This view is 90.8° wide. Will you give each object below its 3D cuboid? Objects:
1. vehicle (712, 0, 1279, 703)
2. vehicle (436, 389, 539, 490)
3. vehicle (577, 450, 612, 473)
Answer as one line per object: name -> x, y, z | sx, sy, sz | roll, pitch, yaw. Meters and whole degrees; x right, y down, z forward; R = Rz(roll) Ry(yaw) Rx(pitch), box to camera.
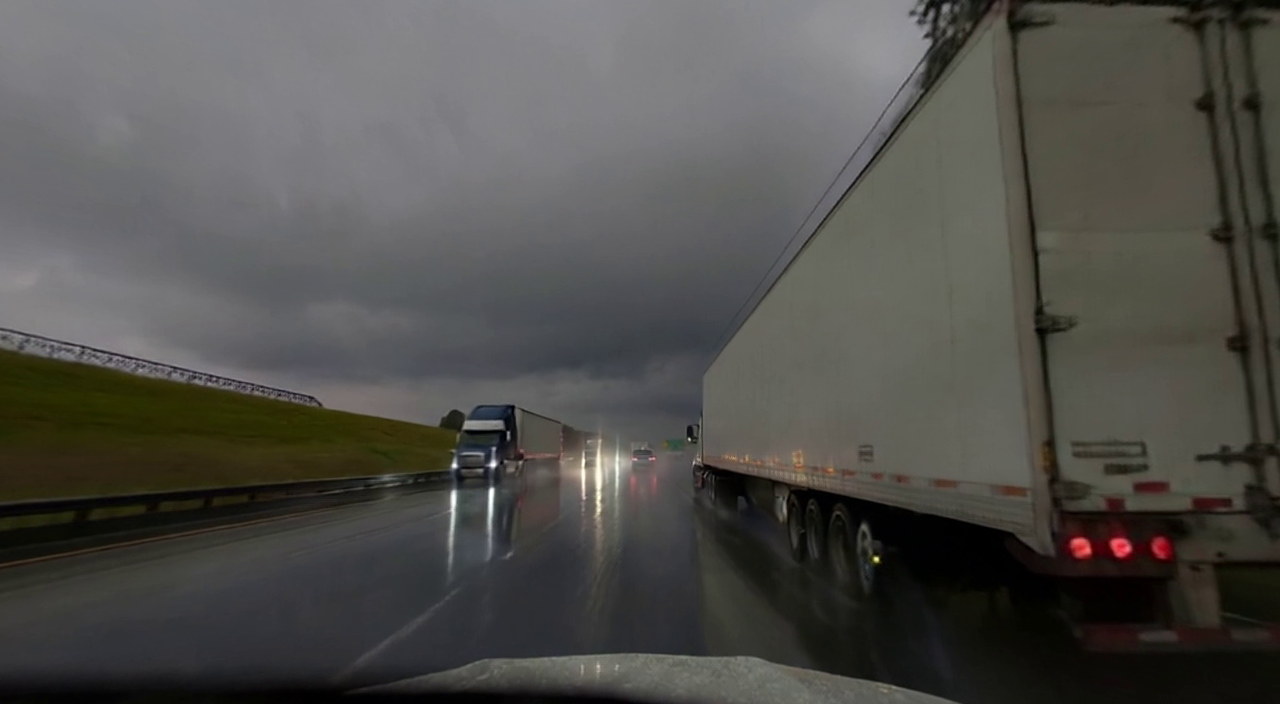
vehicle -> 3.466, 0.931, 10.101 | 2.845, 4.071, 14.008 | 0, -9, 0
vehicle -> -6.540, 3.919, 28.119 | 3.004, 3.974, 5.891 | 0, -9, 0
vehicle -> -3.334, 8.158, 47.031 | 2.088, 1.589, 4.464 | 0, -9, 2
